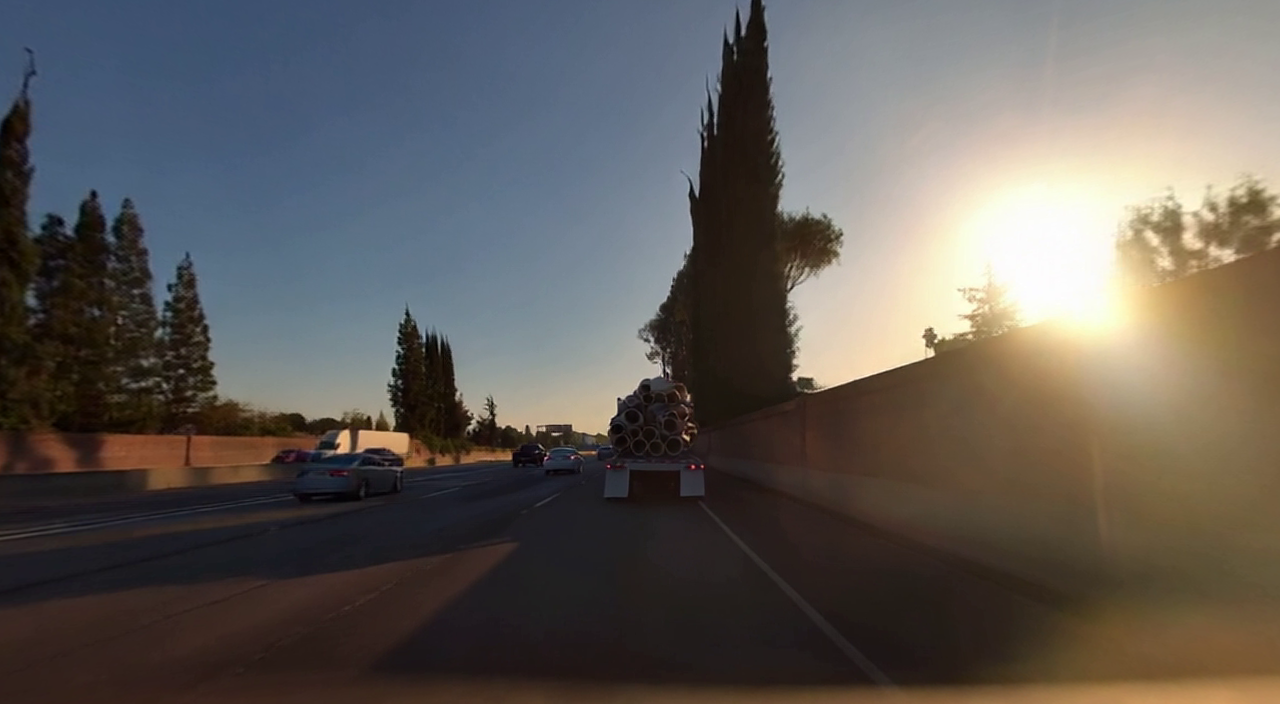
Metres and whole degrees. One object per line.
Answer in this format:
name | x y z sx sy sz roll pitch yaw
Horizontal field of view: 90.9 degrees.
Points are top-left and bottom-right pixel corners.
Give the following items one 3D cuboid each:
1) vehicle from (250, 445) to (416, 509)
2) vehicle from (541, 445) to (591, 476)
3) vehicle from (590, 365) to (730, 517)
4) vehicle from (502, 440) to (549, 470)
vehicle | -7.903 3.228 16.870 2.006 1.458 4.700 0 -8 1
vehicle | -3.723 5.522 32.470 1.974 1.475 4.538 0 -8 1
vehicle | 0.424 2.397 16.986 2.798 3.071 8.412 0 -8 0
vehicle | -7.560 6.864 42.179 2.164 1.874 5.004 0 -8 1
